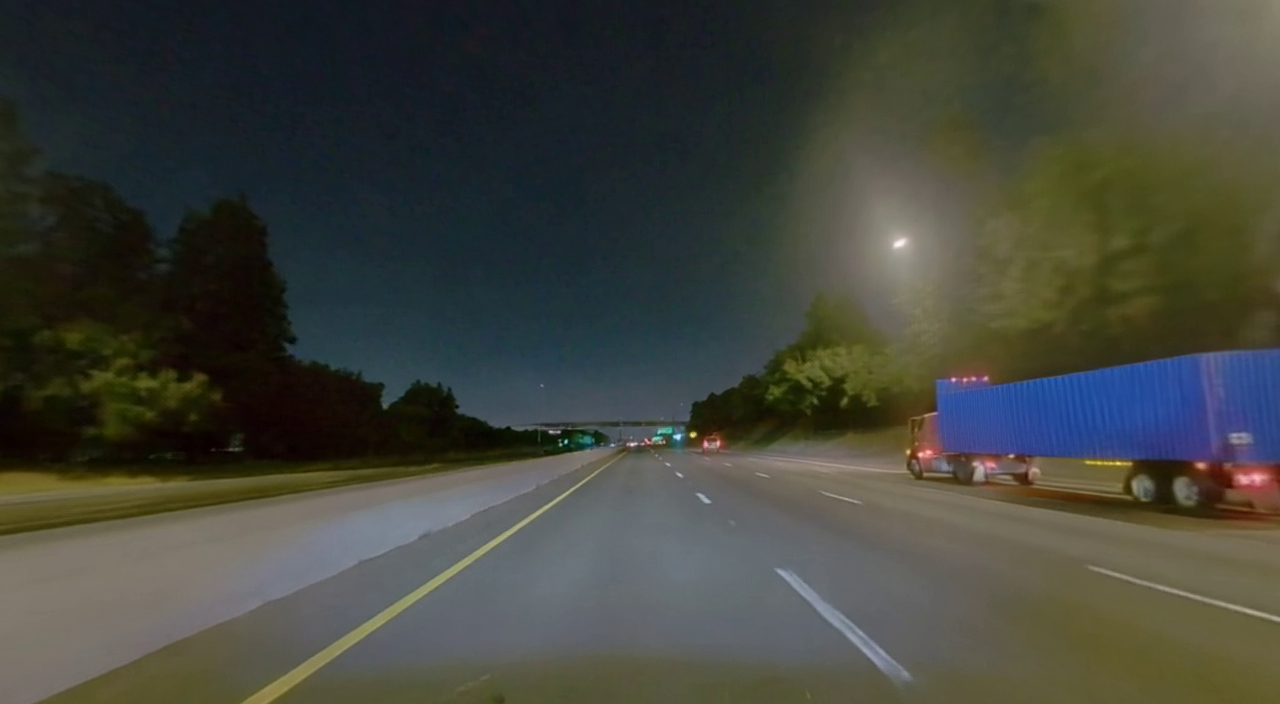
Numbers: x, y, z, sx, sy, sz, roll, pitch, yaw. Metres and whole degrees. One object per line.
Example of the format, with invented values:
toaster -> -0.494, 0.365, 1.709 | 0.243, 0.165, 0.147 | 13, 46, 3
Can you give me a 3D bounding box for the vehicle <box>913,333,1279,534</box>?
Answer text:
vehicle -> 10.735, 2.056, 15.607 | 2.960, 3.207, 10.950 | 0, -8, 0
